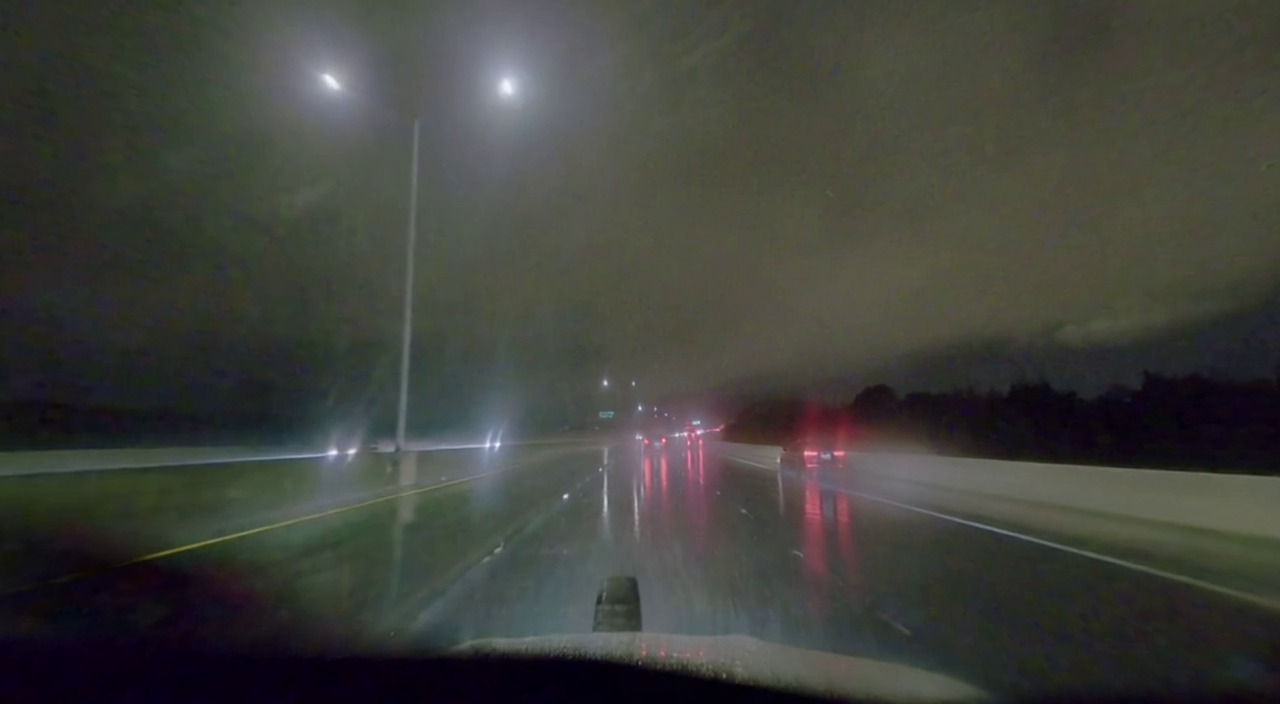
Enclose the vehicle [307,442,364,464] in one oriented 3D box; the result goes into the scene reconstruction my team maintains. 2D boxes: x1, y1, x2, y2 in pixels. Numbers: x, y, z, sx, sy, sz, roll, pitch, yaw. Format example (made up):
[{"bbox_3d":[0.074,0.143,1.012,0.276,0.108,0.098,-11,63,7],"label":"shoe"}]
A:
[{"bbox_3d":[-22.824,7.579,47.483,1.878,1.526,4.733,0,-8,1],"label":"vehicle"}]
